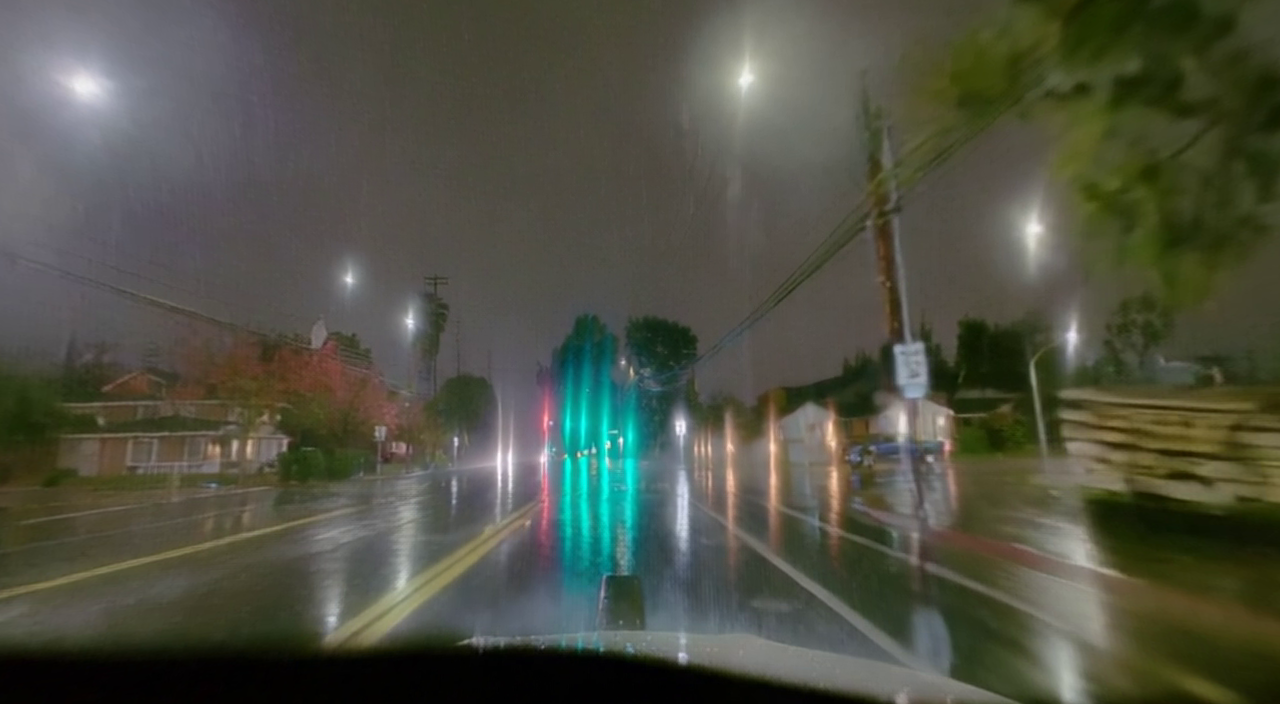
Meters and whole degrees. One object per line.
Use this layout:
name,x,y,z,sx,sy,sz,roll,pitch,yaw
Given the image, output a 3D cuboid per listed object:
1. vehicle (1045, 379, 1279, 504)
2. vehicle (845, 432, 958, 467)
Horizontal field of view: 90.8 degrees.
vehicle,11.533,1.690,11.950,5.949,2.092,2.570,0,-9,-1
vehicle,12.892,4.838,31.361,4.702,1.661,1.977,0,-8,0
